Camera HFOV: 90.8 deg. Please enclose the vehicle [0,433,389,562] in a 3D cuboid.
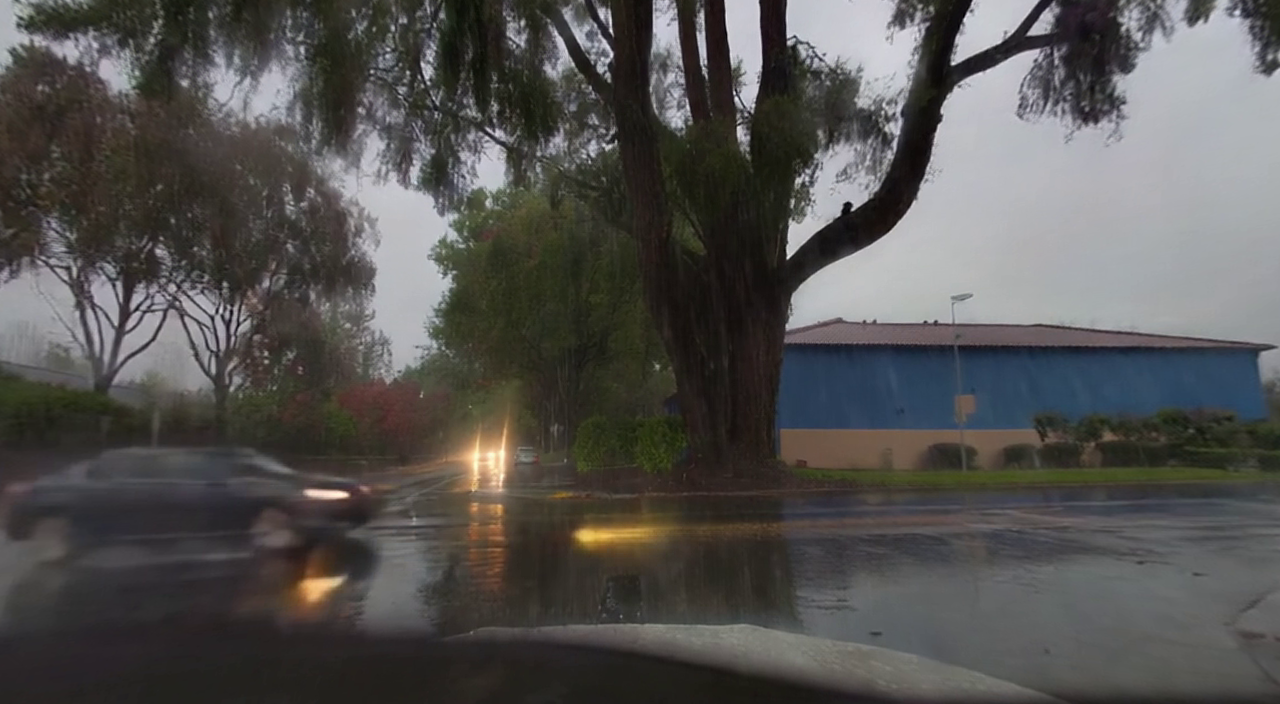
[{"bbox_3d":[-6.012,1.860,8.533,4.426,1.451,2.124,1,-9,-7],"label":"vehicle"}]
